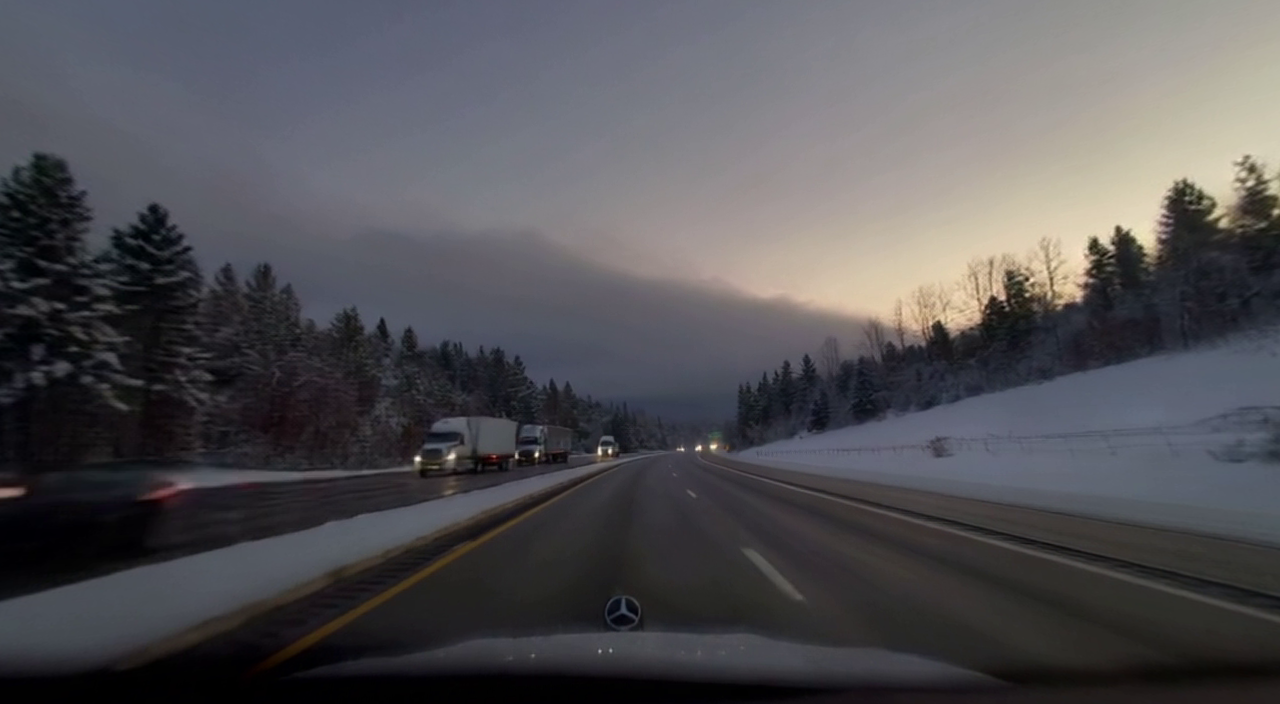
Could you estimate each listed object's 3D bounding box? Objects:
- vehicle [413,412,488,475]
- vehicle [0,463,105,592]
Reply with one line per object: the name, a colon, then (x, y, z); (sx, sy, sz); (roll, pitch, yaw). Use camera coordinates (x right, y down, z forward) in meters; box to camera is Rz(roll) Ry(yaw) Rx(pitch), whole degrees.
vehicle: (-12.419, 6.135, 42.019); (3.000, 3.861, 5.713); (0, -9, 2)
vehicle: (-8.472, 1.938, 6.505); (1.933, 1.464, 4.506); (0, -9, 0)
